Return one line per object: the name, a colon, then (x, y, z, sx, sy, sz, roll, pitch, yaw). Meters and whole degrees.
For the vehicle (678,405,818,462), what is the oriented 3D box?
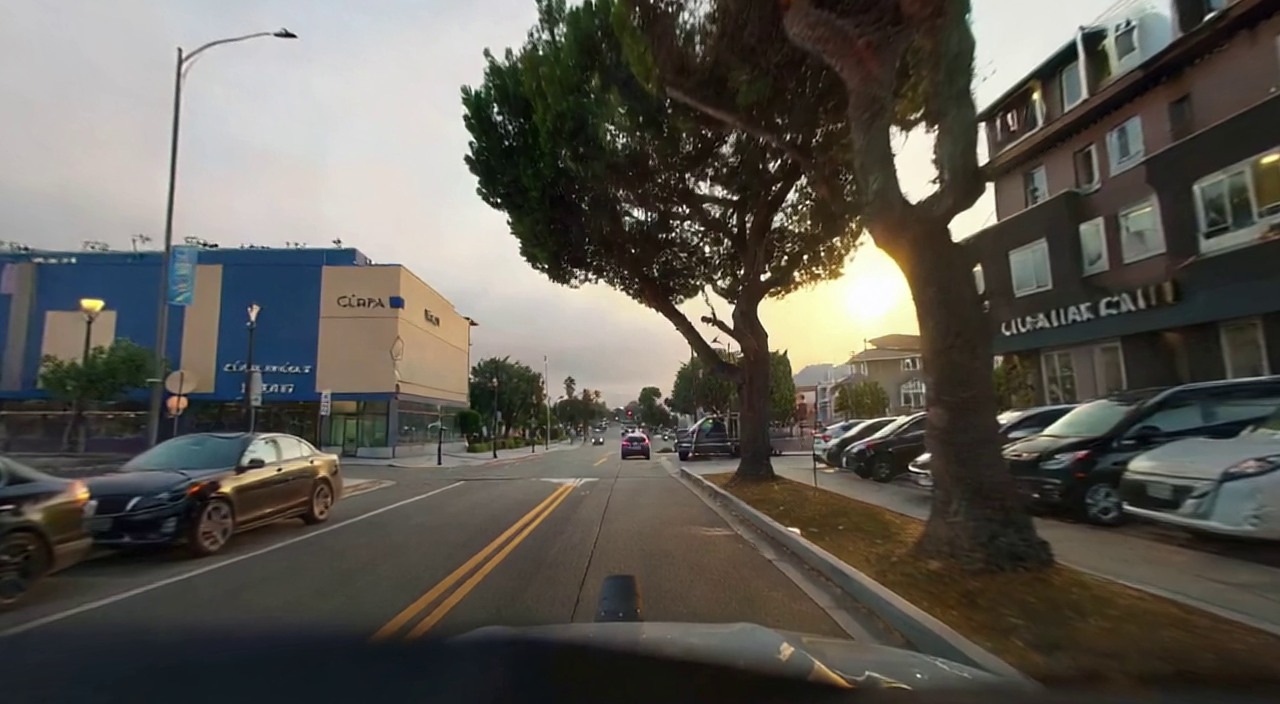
vehicle: (5.124, 3.956, 30.356, 6.221, 2.498, 2.239, -5, -9, 33)

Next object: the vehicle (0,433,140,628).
vehicle: (-5.858, 1.257, 3.951, 1.860, 1.496, 4.440, 0, -8, -1)

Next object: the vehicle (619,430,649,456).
vehicle: (-0.481, 6.948, 48.046, 2.152, 1.874, 4.209, 0, -8, -1)

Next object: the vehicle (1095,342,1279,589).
vehicle: (6.280, 0.785, 4.492, 4.475, 1.550, 2.061, 0, -8, -2)

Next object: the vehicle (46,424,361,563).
vehicle: (-5.988, 1.921, 9.393, 1.856, 1.587, 4.042, 0, -8, -2)
